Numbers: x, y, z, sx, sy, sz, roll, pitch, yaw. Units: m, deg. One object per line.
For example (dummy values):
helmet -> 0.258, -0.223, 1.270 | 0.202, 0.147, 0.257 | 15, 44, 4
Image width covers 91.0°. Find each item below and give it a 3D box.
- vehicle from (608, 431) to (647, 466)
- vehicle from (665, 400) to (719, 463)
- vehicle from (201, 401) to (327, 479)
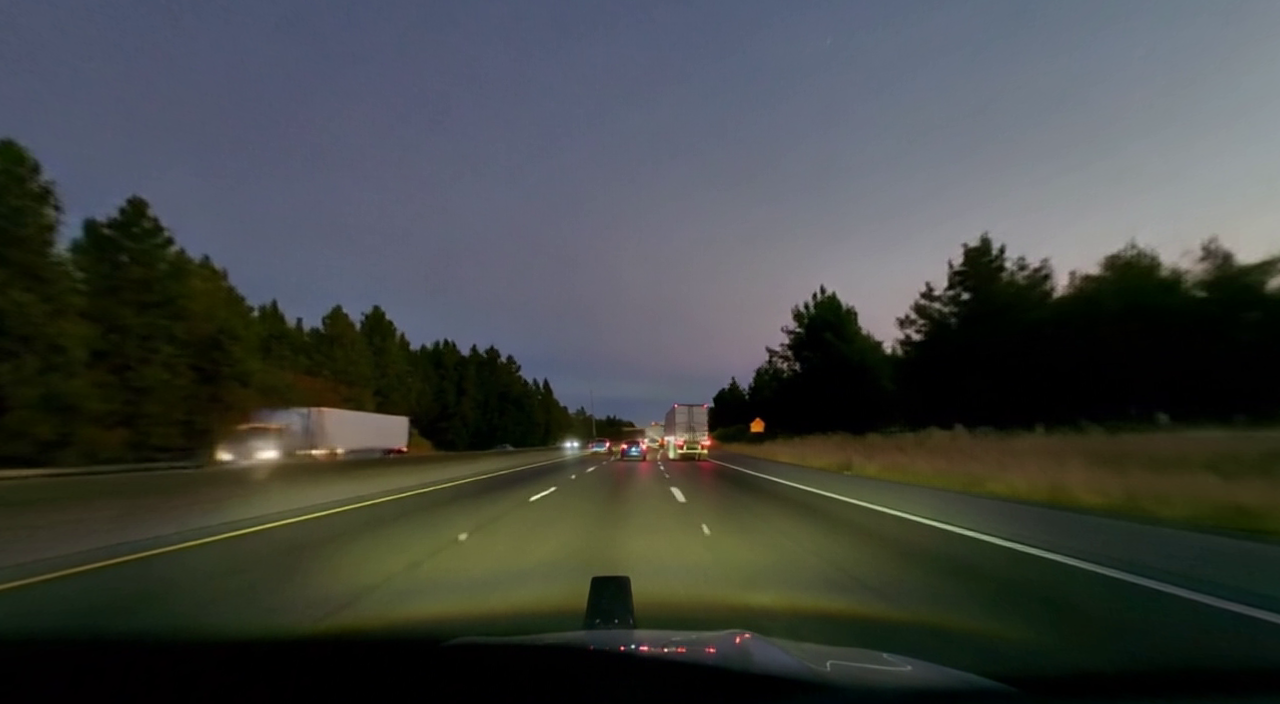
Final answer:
vehicle -> -0.694, 5.770, 37.612 | 2.211, 1.933, 4.315 | 0, -8, 1
vehicle -> 3.691, 6.280, 48.775 | 3.005, 4.121, 14.417 | 0, -8, 0
vehicle -> -20.329, 4.817, 34.534 | 2.980, 3.867, 5.903 | -1, -8, 2
